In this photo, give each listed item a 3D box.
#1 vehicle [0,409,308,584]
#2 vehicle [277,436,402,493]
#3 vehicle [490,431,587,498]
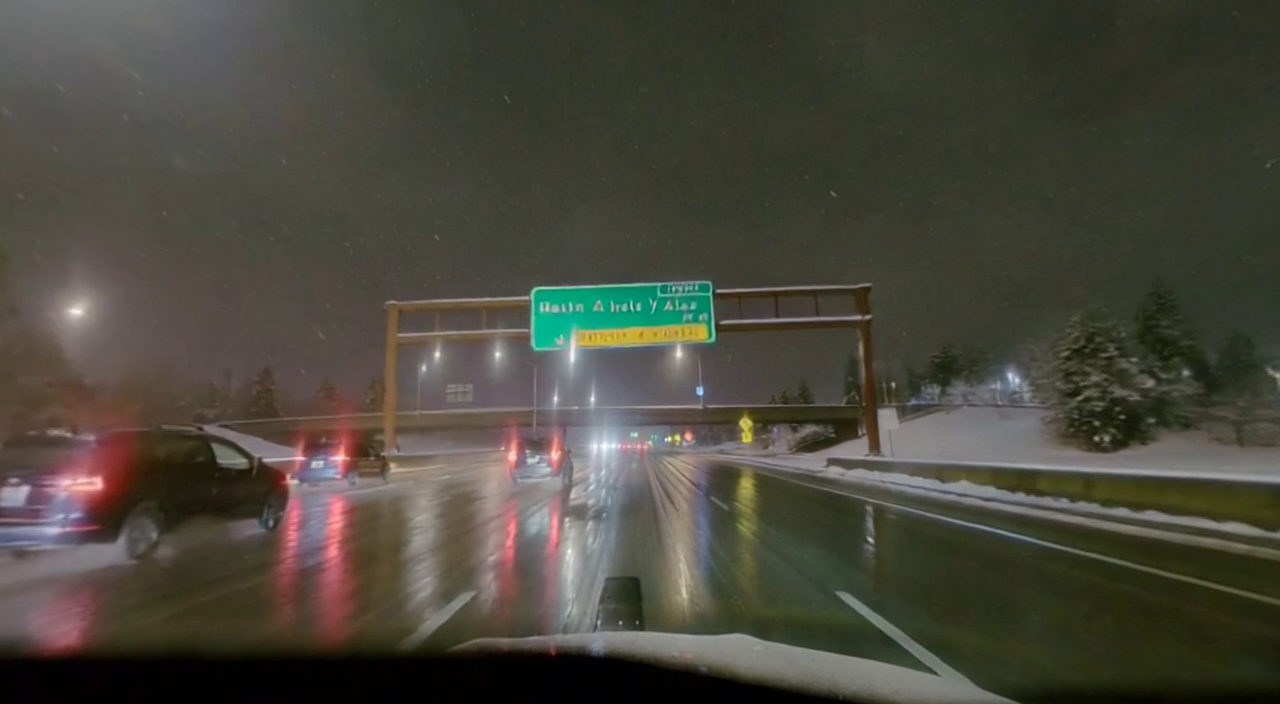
[{"bbox_3d":[-6.993,1.826,8.866,2.015,1.762,4.790,0,-8,0],"label":"vehicle"},{"bbox_3d":[-10.260,3.849,22.059,1.969,1.759,4.758,0,-8,0],"label":"vehicle"},{"bbox_3d":[-2.798,3.221,18.426,2.027,1.697,4.307,0,-8,1],"label":"vehicle"}]
